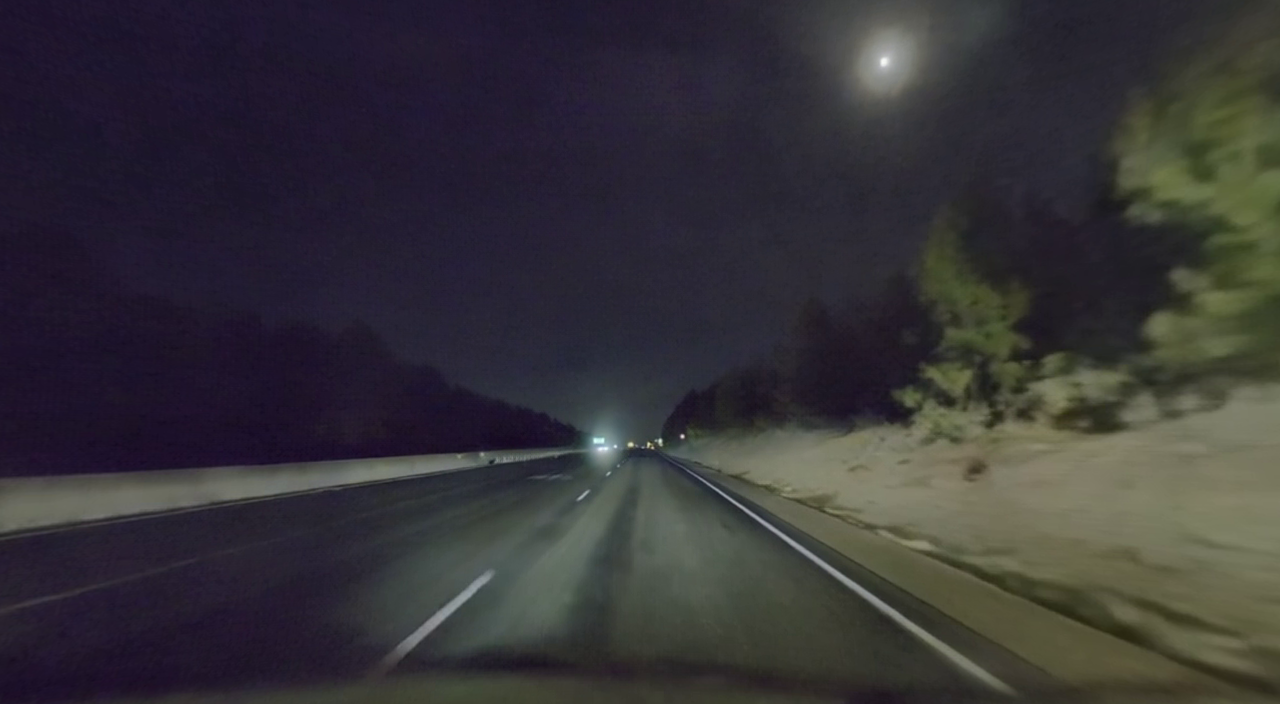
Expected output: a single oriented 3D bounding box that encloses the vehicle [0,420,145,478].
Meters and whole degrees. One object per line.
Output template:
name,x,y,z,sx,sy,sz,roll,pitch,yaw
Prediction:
vehicle,-46.290,7.472,49.066,2.914,3.973,17.272,2,-8,-5
